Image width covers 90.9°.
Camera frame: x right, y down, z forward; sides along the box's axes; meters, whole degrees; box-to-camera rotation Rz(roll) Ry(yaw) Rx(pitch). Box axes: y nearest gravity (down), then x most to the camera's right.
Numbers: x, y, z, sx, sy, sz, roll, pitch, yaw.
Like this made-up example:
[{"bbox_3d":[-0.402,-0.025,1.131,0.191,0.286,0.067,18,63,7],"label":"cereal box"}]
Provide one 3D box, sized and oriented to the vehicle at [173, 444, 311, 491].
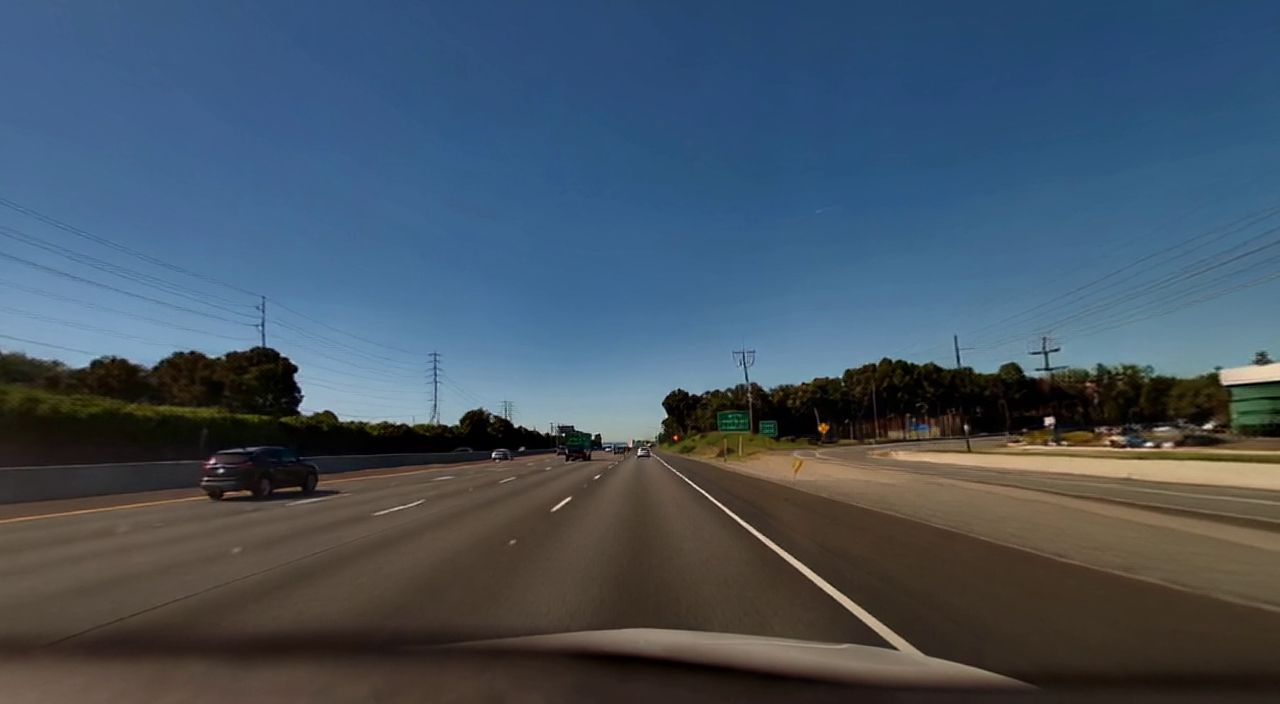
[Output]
[{"bbox_3d":[-13.901,4.029,22.419,1.988,1.477,4.442,0,-8,0],"label":"vehicle"}]
